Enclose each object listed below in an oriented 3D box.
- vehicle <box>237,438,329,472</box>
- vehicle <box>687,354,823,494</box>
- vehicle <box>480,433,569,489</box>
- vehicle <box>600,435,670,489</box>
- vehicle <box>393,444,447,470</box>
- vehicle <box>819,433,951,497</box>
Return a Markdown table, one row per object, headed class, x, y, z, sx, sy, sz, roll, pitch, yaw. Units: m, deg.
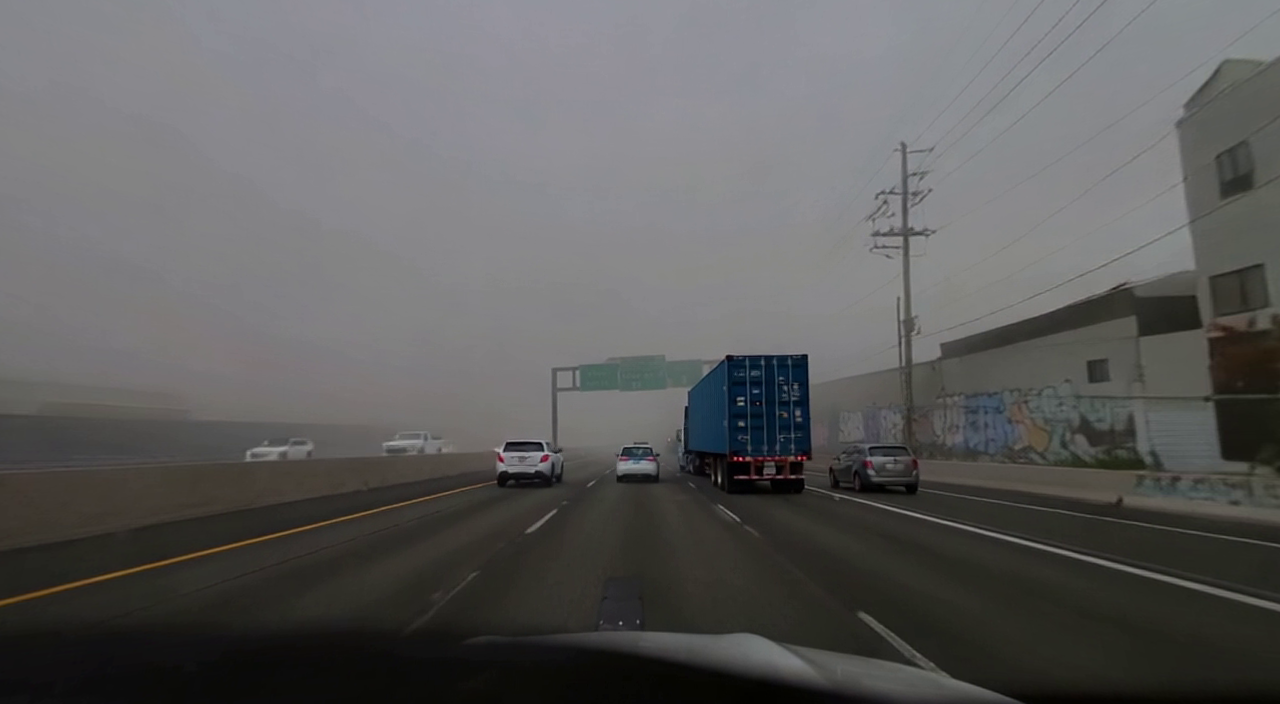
| class | x | y | z | sx | sy | sz | roll | pitch | yaw |
| --- | --- | --- | --- | --- | --- | --- | --- | --- | --- |
| vehicle | -20.992 | 6.073 | 37.532 | 2.215 | 1.849 | 5.735 | 0 | -9 | -1 |
| vehicle | 3.800 | 3.070 | 24.940 | 2.800 | 4.039 | 13.179 | 0 | -9 | 0 |
| vehicle | -4.021 | 3.915 | 22.950 | 2.264 | 1.804 | 4.584 | 0 | -9 | 1 |
| vehicle | -0.173 | 3.795 | 21.989 | 2.191 | 1.685 | 4.015 | 0 | -9 | 0 |
| vehicle | -13.837 | 6.615 | 39.972 | 1.921 | 1.494 | 4.348 | 0 | -9 | -1 |
| vehicle | 7.353 | 3.453 | 19.614 | 2.202 | 1.731 | 4.628 | 0 | -9 | 0 |
